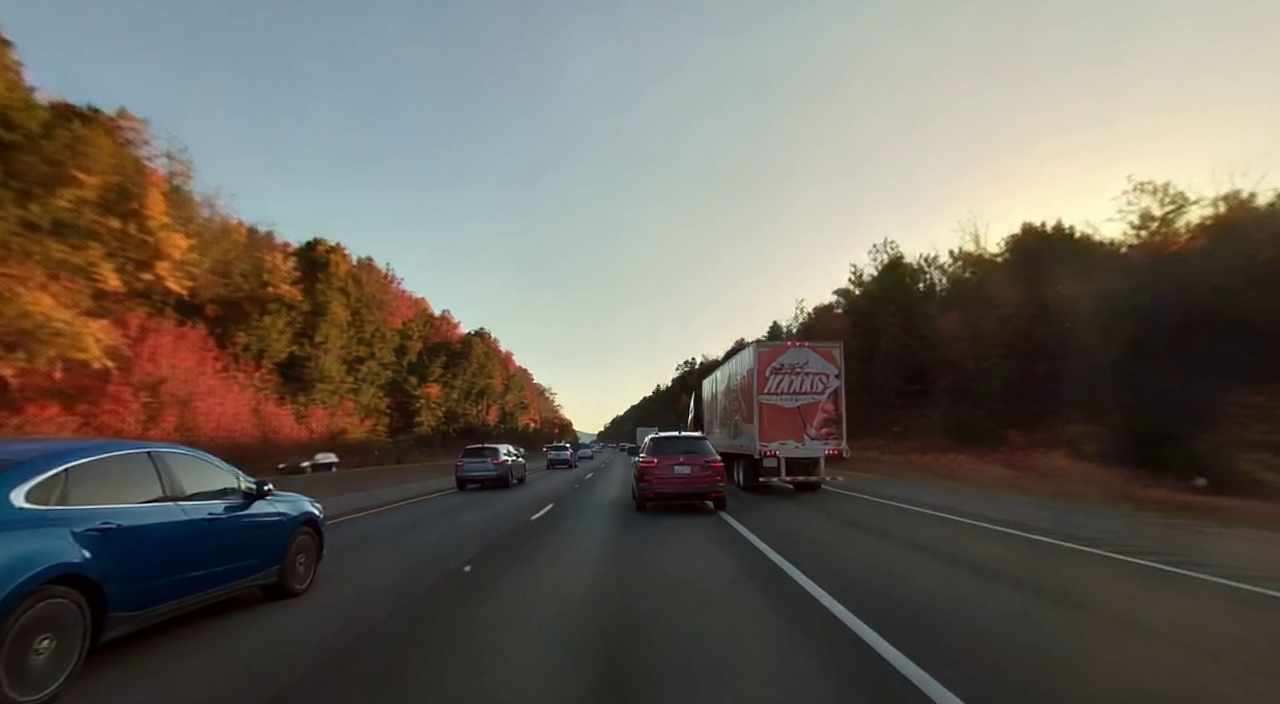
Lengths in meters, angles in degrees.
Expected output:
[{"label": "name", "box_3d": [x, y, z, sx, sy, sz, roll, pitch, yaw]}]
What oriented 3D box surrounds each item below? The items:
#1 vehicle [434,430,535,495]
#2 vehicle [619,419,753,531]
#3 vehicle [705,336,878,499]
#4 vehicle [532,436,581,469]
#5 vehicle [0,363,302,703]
[{"label": "vehicle", "box_3d": [-4.267, 3.082, 17.917, 1.905, 1.642, 3.803, 0, -8, 0]}, {"label": "vehicle", "box_3d": [0.653, 2.114, 11.337, 2.017, 1.662, 3.543, 0, -8, -1]}, {"label": "vehicle", "box_3d": [4.498, 2.637, 22.884, 2.828, 4.081, 14.220, 0, -8, 0]}, {"label": "vehicle", "box_3d": [-4.503, 5.488, 34.574, 2.014, 1.683, 4.275, 0, -8, 1]}, {"label": "vehicle", "box_3d": [-4.060, 0.951, 3.410, 1.983, 1.666, 4.452, 0, -8, 0]}]
